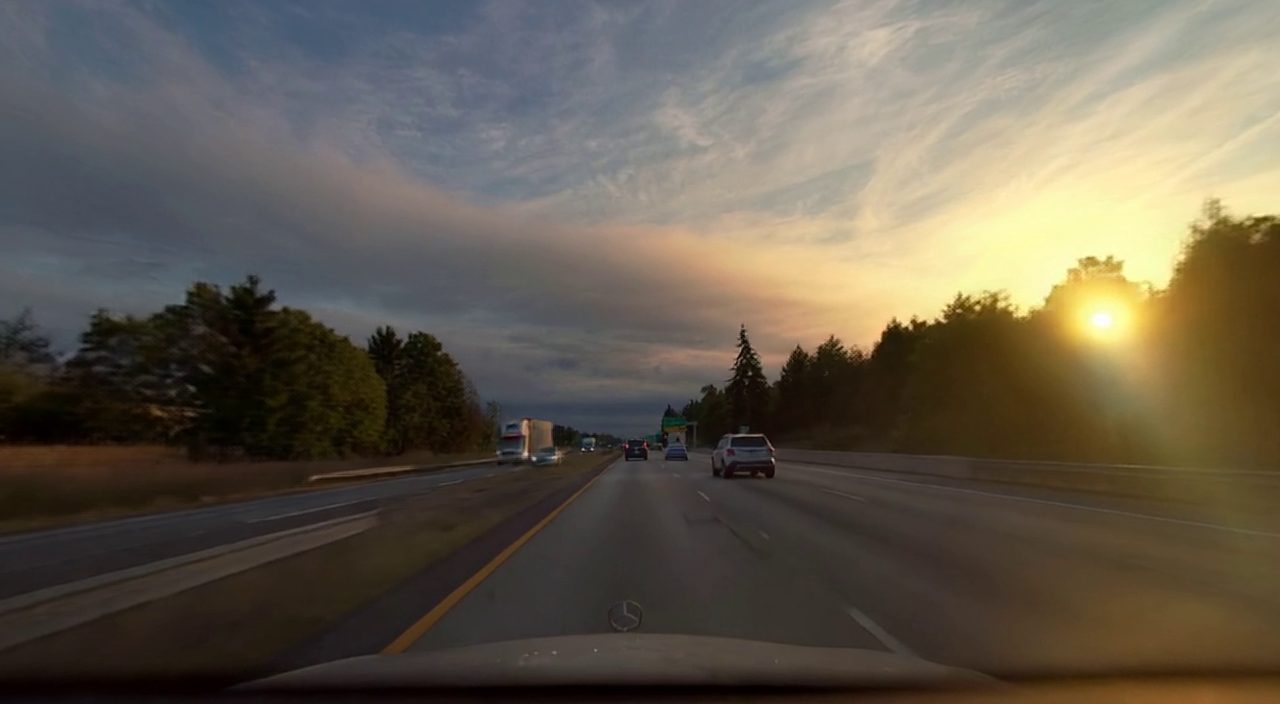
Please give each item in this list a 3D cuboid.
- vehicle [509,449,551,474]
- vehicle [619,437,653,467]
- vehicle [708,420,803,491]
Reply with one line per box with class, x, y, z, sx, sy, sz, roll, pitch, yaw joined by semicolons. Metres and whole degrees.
vehicle;-7.028;7.064;40.707;1.901;1.462;4.439;0;-9;0
vehicle;-0.278;6.833;43.009;2.192;1.912;4.524;0;-9;-1
vehicle;3.537;3.278;20.187;1.981;1.984;4.623;0;-9;-2
